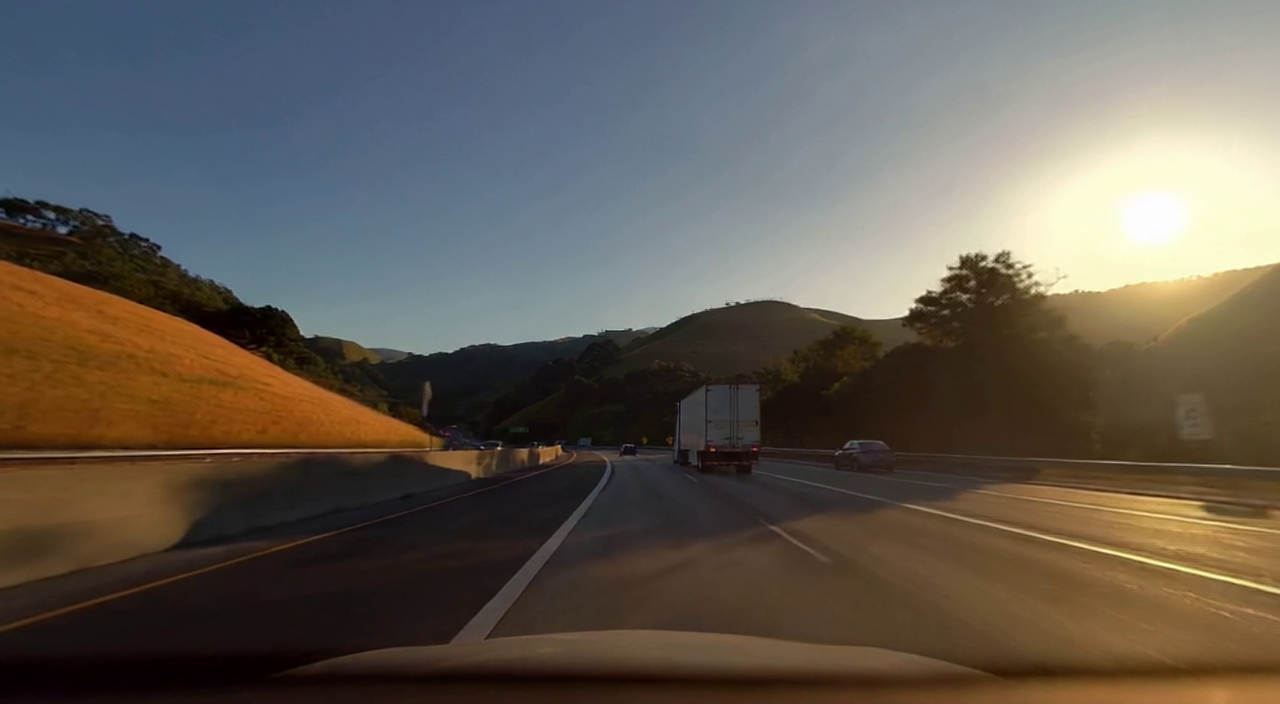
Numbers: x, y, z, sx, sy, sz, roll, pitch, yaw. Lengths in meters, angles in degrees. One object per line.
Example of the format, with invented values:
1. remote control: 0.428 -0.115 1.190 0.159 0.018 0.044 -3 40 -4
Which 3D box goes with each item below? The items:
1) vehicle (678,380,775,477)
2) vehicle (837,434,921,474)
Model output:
1. vehicle: 3.870 3.917 31.162 3.049 3.968 10.706 0 -9 -1
2. vehicle: 11.307 4.869 30.214 2.046 1.741 4.769 0 -9 -1
